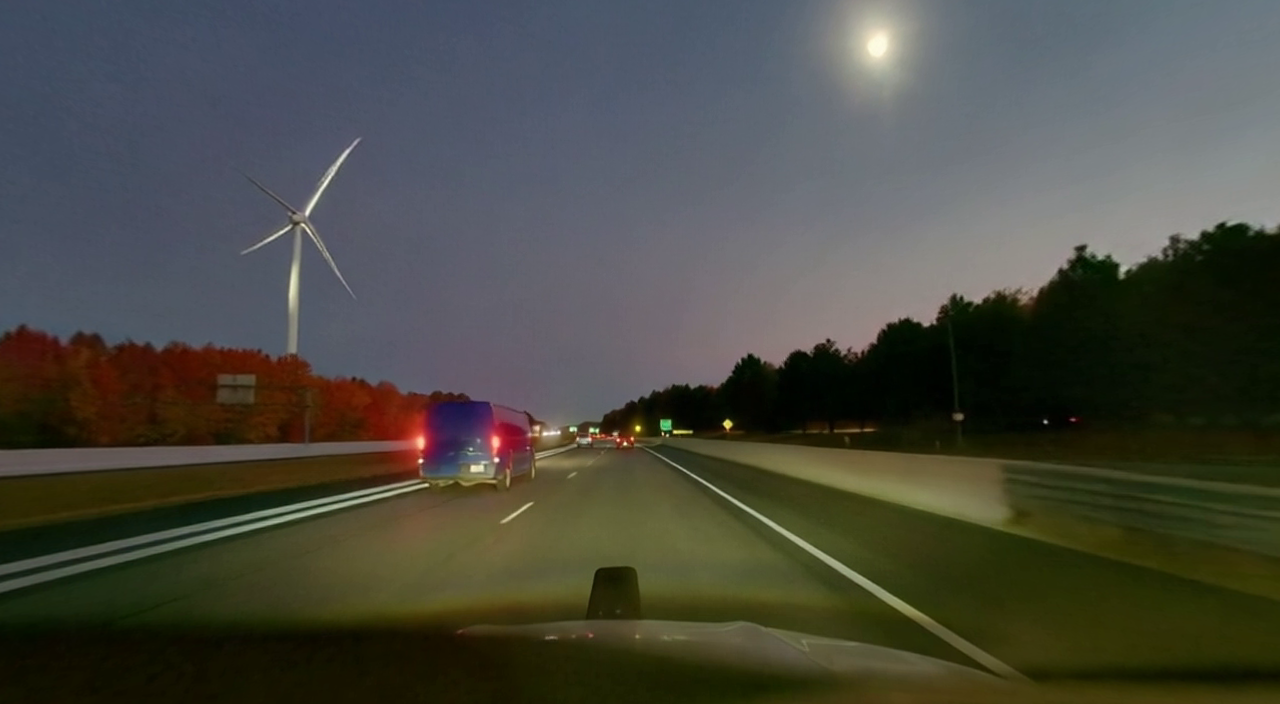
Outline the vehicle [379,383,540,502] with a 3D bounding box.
[{"bbox_3d":[-3.939,2.110,14.931,2.303,2.323,5.089,0,-8,0],"label":"vehicle"}]
